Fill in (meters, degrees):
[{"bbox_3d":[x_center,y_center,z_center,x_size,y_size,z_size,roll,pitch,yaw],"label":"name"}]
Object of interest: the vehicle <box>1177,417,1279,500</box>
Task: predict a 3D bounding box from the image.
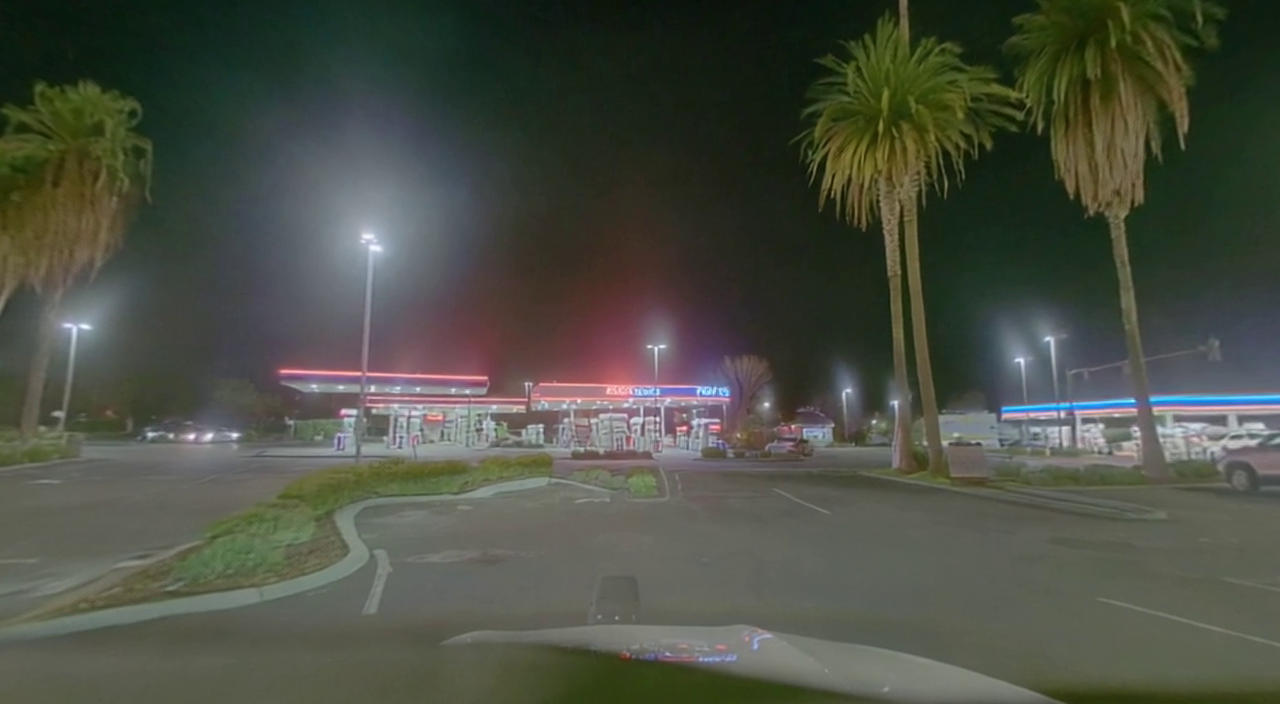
[{"bbox_3d":[15.434,2.413,14.329,2.028,1.850,4.731,1,-8,-6],"label":"vehicle"}]
